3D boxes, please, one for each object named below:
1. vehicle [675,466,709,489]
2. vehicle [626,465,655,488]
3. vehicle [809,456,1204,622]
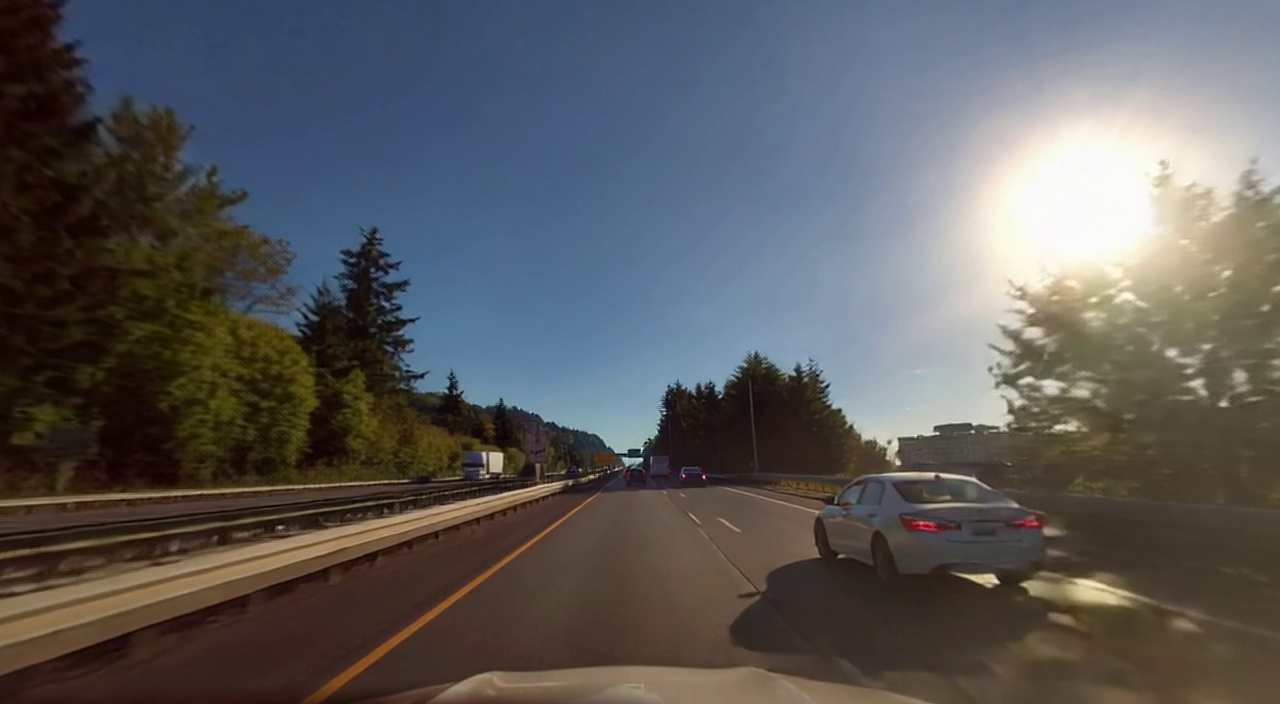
[{"bbox_3d":[3.615,8.754,44.099,1.976,1.467,3.783,1,-11,-1],"label":"vehicle"},{"bbox_3d":[0.041,8.797,44.662,1.980,1.483,3.865,1,-11,0],"label":"vehicle"},{"bbox_3d":[3.908,2.115,8.081,2.018,1.426,4.941,1,-11,-1],"label":"vehicle"}]
